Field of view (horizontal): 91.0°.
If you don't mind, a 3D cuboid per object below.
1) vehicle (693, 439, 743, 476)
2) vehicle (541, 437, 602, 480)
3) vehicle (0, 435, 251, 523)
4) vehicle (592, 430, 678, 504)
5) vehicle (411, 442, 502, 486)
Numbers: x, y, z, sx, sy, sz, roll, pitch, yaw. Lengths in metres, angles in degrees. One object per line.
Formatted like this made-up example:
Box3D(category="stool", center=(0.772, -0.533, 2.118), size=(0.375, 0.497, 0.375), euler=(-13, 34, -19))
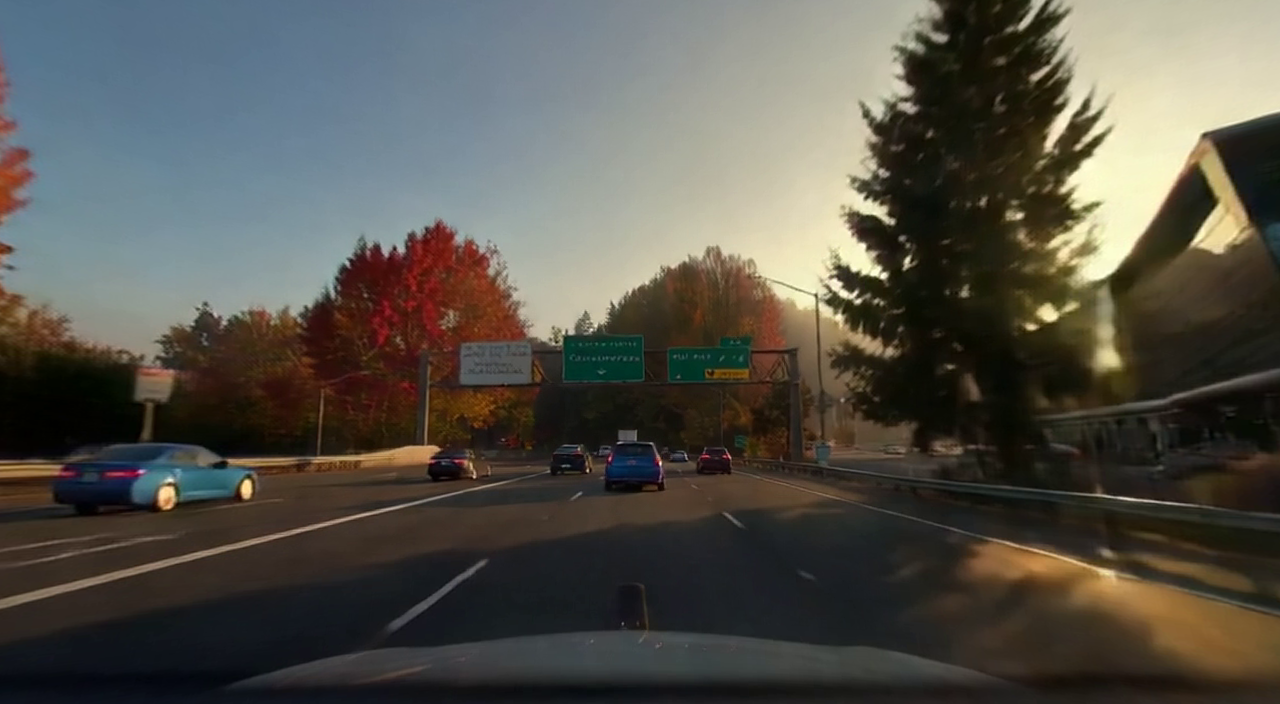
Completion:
Box3D(category="vehicle", center=(4.098, 5.625, 33.736), size=(2.193, 1.778, 4.488), euler=(0, -9, 1))
Box3D(category="vehicle", center=(-2.980, 4.757, 28.328), size=(2.111, 1.742, 4.315), euler=(0, -9, 2))
Box3D(category="vehicle", center=(-10.864, 2.598, 13.482), size=(2.006, 1.509, 4.634), euler=(0, -9, 1))
Box3D(category="vehicle", center=(-0.007, 3.141, 17.614), size=(2.101, 1.742, 4.495), euler=(0, -9, 3))
Box3D(category="vehicle", center=(-7.060, 4.351, 24.799), size=(2.057, 1.496, 4.661), euler=(0, -9, 2))
